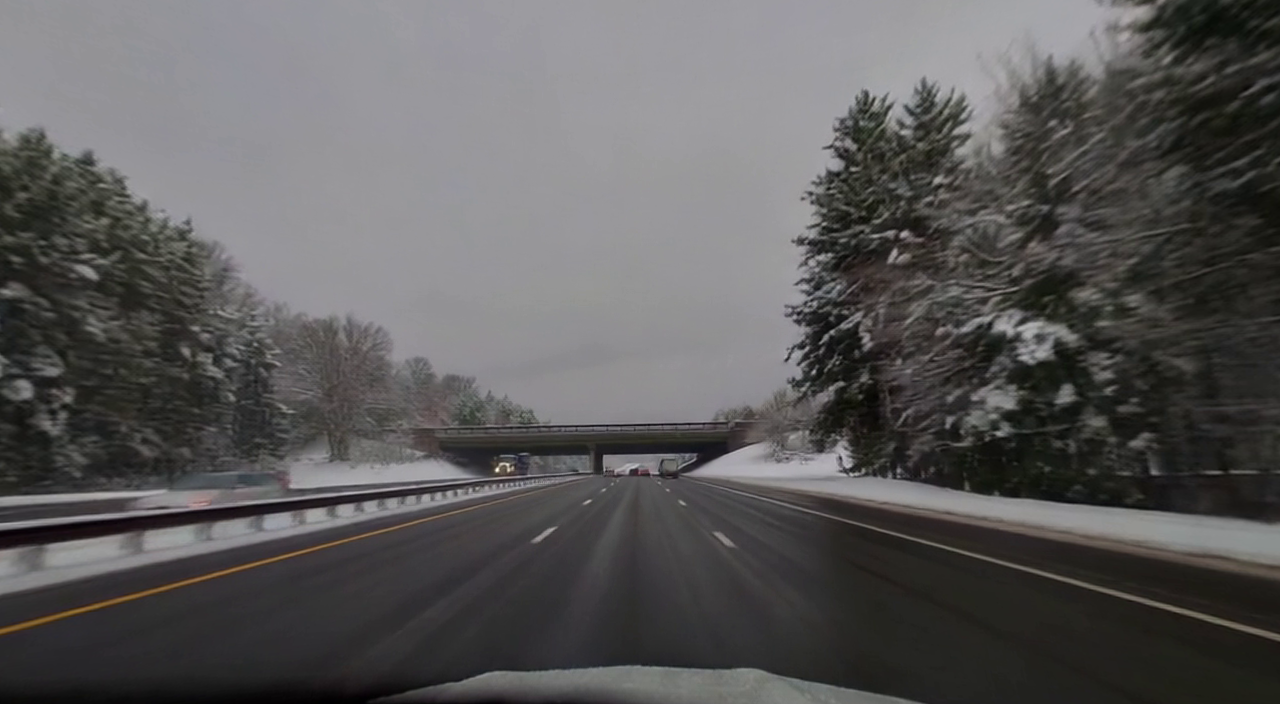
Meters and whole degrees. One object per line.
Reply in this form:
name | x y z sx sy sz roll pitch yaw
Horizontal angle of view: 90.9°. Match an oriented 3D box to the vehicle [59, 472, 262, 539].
vehicle | -12.092 3.860 16.352 1.872 1.435 4.267 1 -11 0
